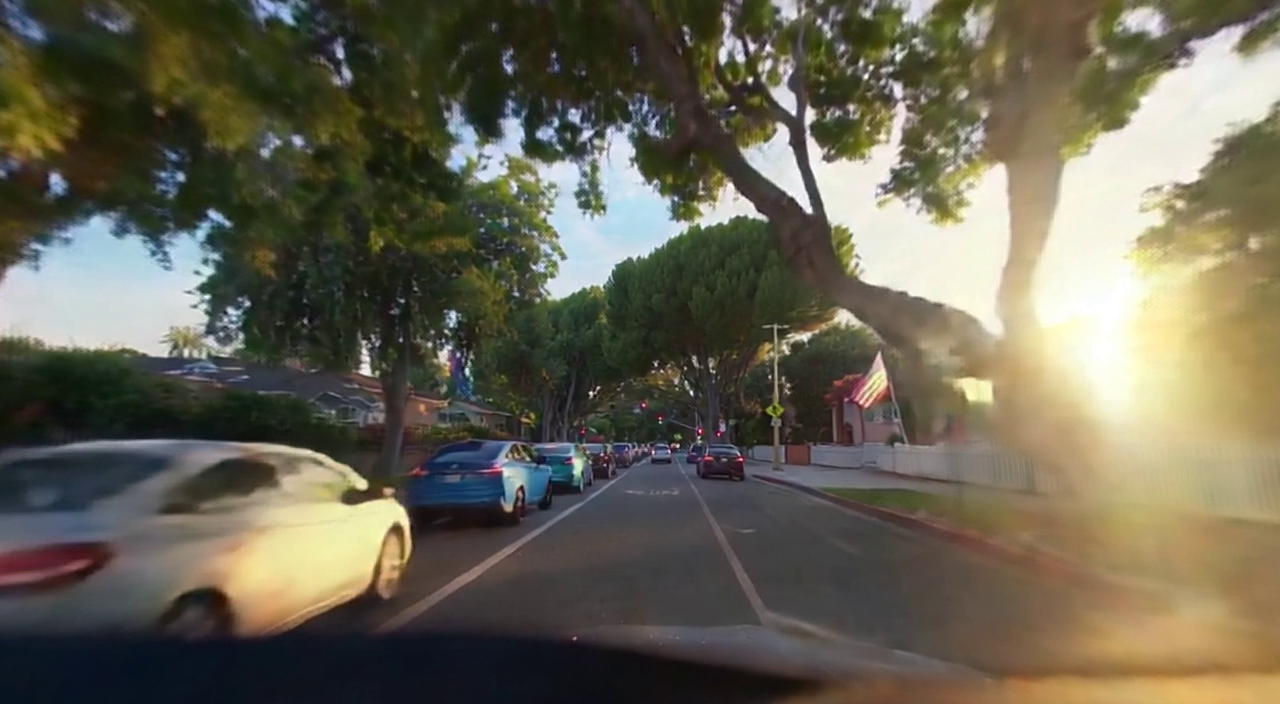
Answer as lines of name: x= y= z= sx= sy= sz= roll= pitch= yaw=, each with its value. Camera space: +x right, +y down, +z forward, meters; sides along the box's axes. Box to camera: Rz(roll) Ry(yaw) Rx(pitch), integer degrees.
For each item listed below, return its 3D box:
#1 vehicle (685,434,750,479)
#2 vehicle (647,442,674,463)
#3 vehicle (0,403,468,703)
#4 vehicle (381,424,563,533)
vehicle: x=3.131 y=4.353 z=26.564 sx=2.258 sy=1.682 sz=4.635 roll=0 pitch=-9 yaw=1
vehicle: x=1.531 y=7.407 z=46.632 sx=1.927 sy=1.453 sz=3.848 roll=-1 pitch=-9 yaw=3
vehicle: x=-2.762 y=1.228 z=4.323 sx=1.807 sy=1.475 sz=3.952 roll=-1 pitch=-9 yaw=4
vehicle: x=-2.842 y=2.273 z=11.936 sx=1.971 sy=1.639 sz=4.487 roll=-1 pitch=-9 yaw=3
